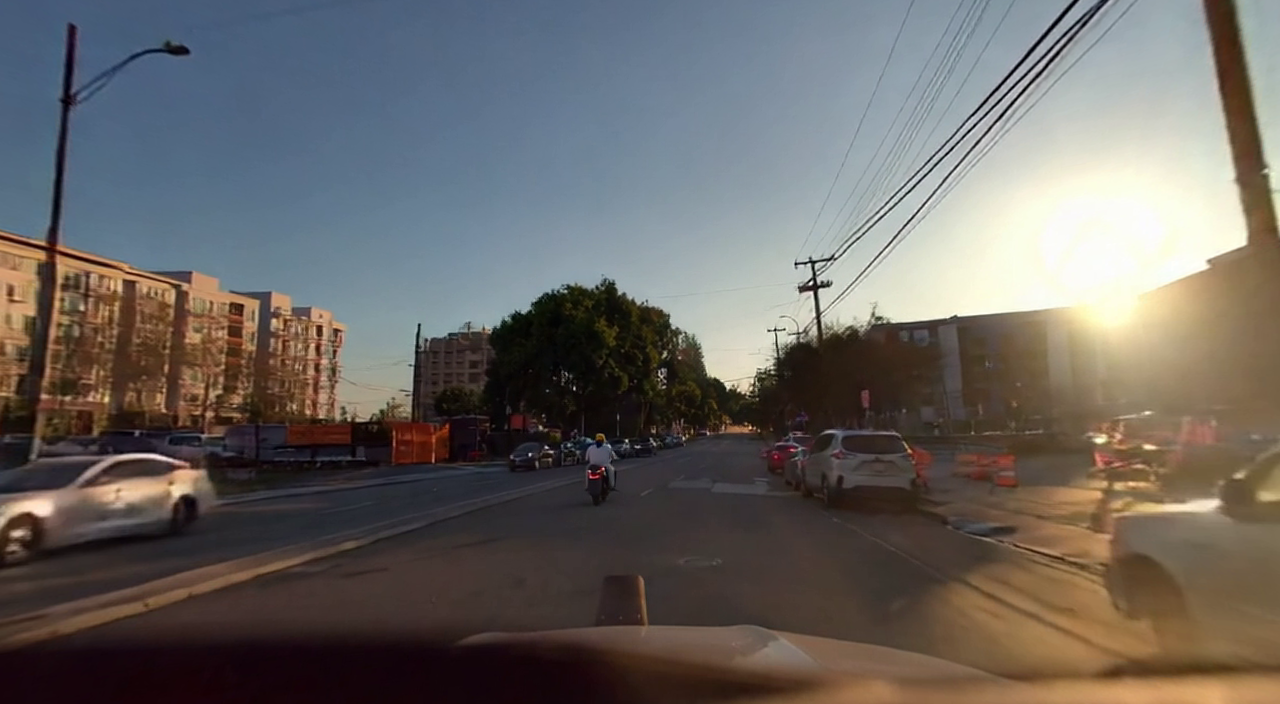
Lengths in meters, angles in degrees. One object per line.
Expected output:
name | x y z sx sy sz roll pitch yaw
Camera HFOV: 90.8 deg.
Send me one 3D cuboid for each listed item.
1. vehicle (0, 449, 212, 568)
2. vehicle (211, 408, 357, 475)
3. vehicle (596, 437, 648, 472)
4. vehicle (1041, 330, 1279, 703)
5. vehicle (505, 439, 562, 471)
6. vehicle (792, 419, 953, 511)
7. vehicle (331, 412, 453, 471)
vehicle | -9.358 2.303 9.802 1.905 1.536 4.714 -1 -8 4
vehicle | -20.792 5.317 37.802 3.283 3.441 8.669 -2 -8 4
vehicle | -0.825 5.077 31.504 1.925 1.602 4.090 -1 -8 8
vehicle | 3.851 0.689 1.856 2.171 1.832 5.180 -1 -8 4
vehicle | -6.313 6.174 37.964 2.053 1.771 4.684 -1 -9 7
vehicle | 5.297 2.670 15.377 2.387 1.820 5.286 -1 -8 6
vehicle | -14.835 5.517 38.838 2.990 3.144 9.080 -1 -9 6
